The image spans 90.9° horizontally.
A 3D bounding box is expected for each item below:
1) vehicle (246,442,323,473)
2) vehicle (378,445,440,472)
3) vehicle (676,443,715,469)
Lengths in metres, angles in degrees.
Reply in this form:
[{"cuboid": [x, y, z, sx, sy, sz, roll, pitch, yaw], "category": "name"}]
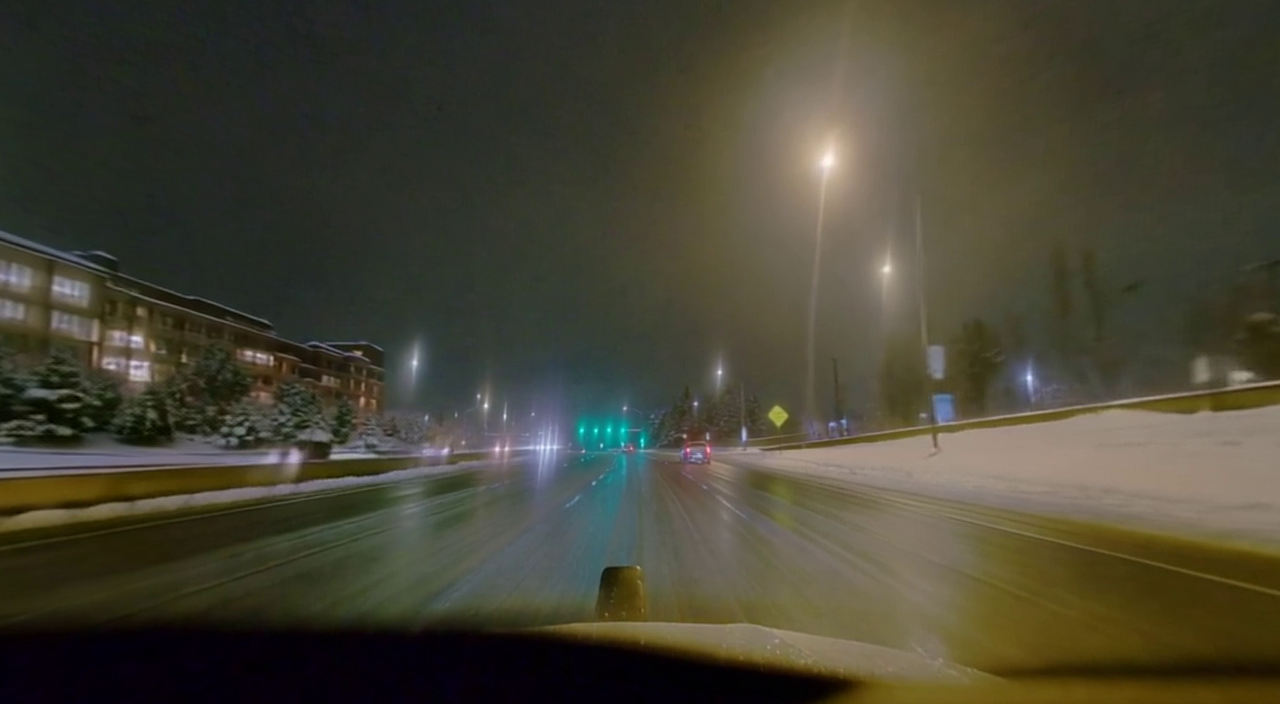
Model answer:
[{"cuboid": [-20.584, 6.103, 36.707, 1.927, 1.707, 4.389, 0, -9, -1], "category": "vehicle"}, {"cuboid": [-13.503, 6.235, 37.154, 1.926, 1.470, 4.614, 0, -9, -1], "category": "vehicle"}, {"cuboid": [3.441, 6.522, 39.705, 1.926, 1.477, 4.025, 0, -9, -2], "category": "vehicle"}]
